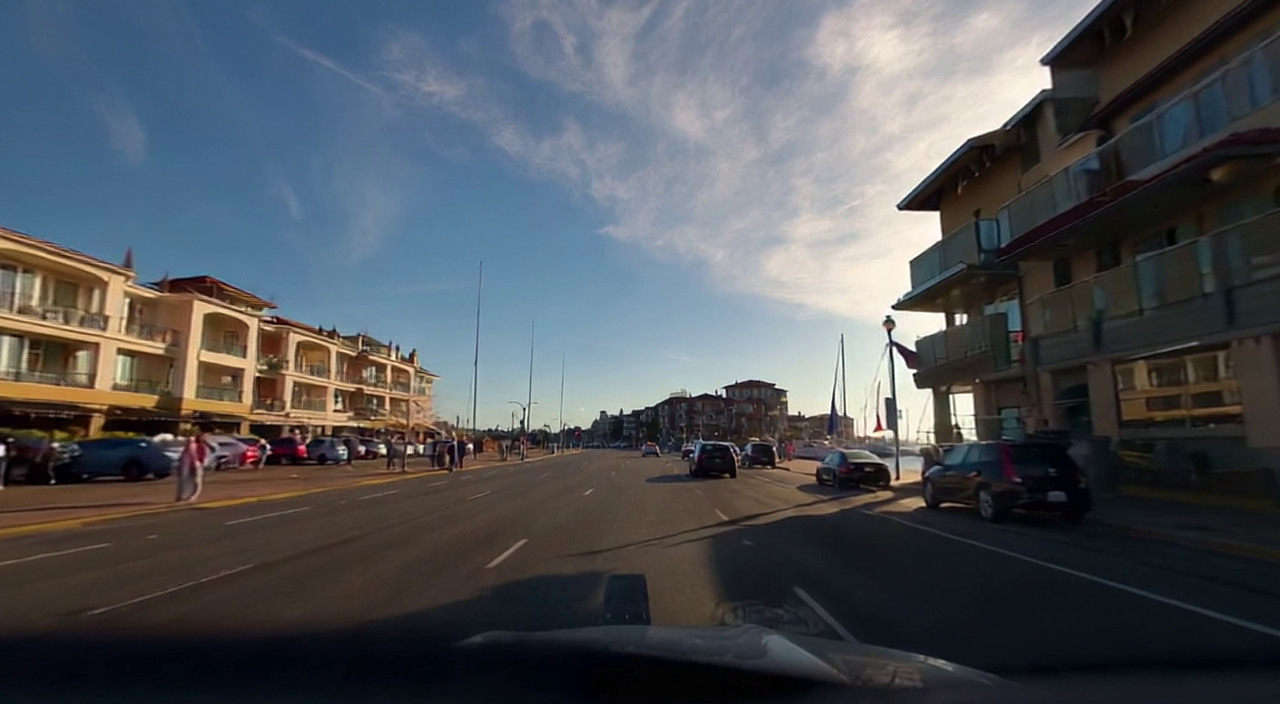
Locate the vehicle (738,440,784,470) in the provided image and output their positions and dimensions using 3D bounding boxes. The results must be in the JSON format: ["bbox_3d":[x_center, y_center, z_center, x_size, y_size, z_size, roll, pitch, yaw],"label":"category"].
[{"bbox_3d":[7.600,6.532,40.107,2.029,1.750,4.825,0,-9,1],"label":"vehicle"}]

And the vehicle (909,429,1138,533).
[{"bbox_3d":[7.442,2.525,12.948,1.901,1.726,4.517,0,-9,1],"label":"vehicle"}]

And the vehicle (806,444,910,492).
[{"bbox_3d":[7.571,4.068,22.446,2.112,1.514,4.371,0,-9,0],"label":"vehicle"}]

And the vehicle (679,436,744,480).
[{"bbox_3d":[2.809,4.284,25.653,2.047,1.640,4.051,0,-9,-1],"label":"vehicle"}]
